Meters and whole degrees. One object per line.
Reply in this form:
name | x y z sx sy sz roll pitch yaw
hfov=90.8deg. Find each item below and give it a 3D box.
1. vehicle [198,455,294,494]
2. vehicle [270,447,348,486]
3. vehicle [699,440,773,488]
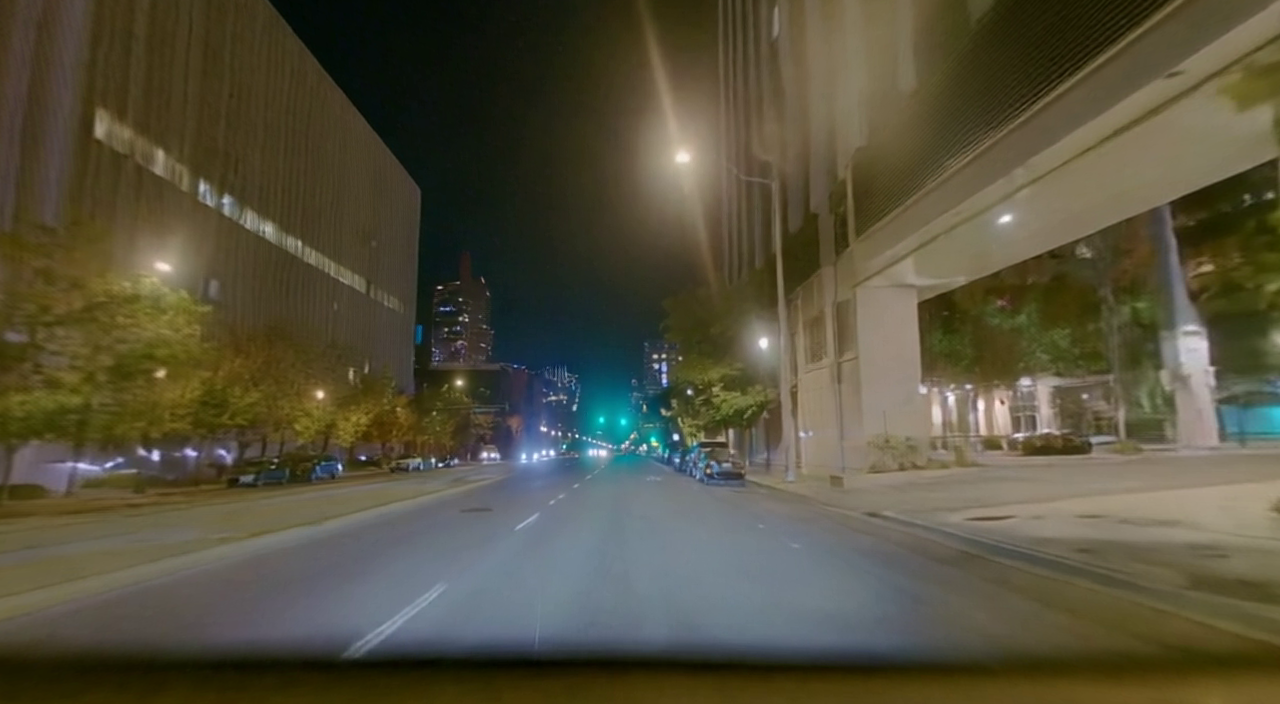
vehicle | -18.389 5.718 29.787 1.791 1.461 4.496 -4 -8 -2
vehicle | -18.269 6.285 35.173 2.007 1.806 4.707 -4 -8 -2
vehicle | 3.252 3.886 22.248 1.924 1.492 4.587 0 -8 0
